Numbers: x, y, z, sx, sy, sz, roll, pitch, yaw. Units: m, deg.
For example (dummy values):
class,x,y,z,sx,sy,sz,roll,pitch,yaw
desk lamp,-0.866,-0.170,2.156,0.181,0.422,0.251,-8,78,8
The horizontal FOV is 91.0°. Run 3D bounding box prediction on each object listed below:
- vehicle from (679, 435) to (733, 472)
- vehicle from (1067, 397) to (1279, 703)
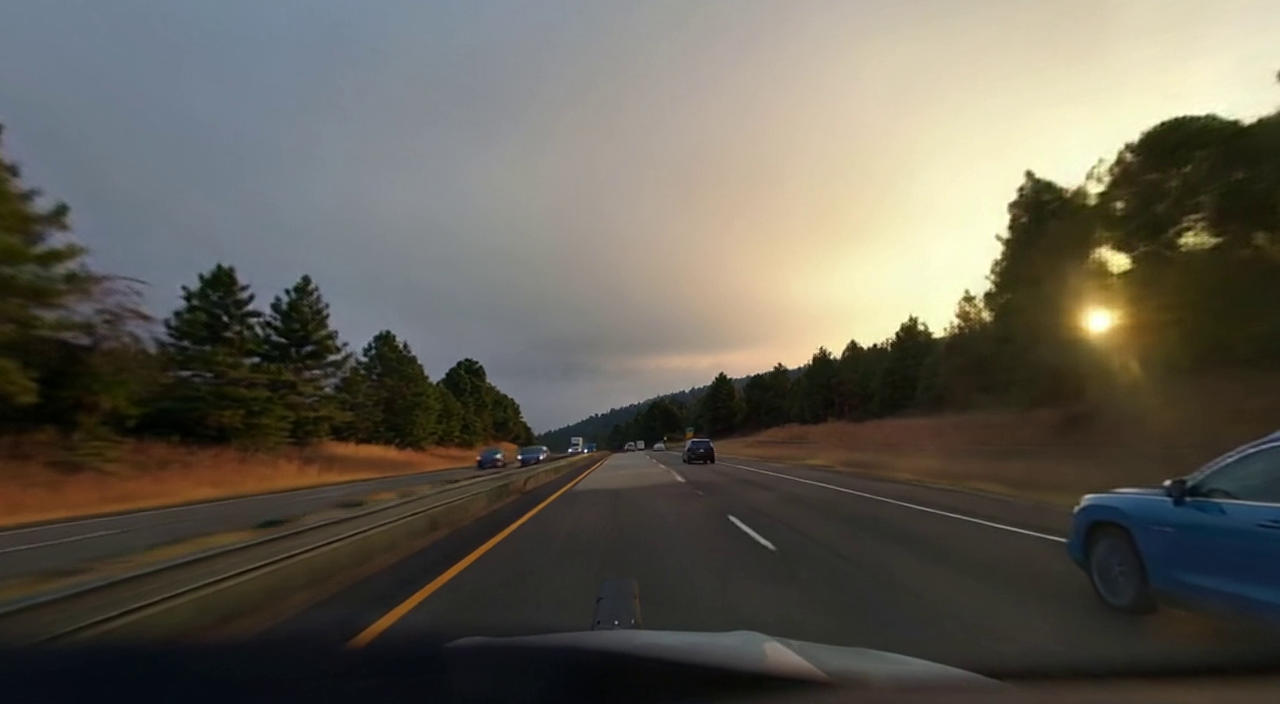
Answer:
class,x,y,z,sx,sy,sz,roll,pitch,yaw
vehicle,3.194,4.995,31.268,2.043,1.673,4.016,0,-8,-3
vehicle,3.896,0.841,2.040,1.999,1.501,4.221,0,-8,-1
